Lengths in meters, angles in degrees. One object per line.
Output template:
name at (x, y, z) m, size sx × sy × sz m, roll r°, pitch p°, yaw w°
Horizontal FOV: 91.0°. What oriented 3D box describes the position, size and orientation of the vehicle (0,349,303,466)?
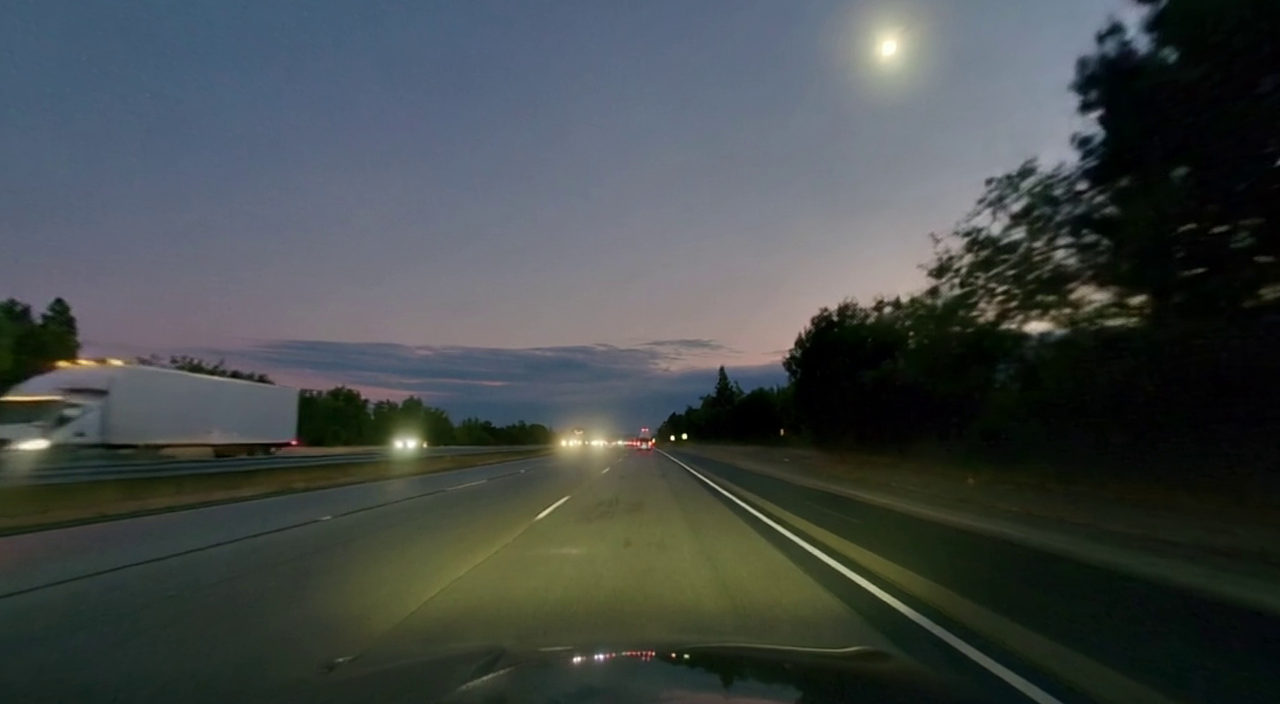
vehicle at (-23.661, 3.327, 32.510) m, size 2.909 × 4.430 × 17.283 m, roll 0°, pitch -8°, yaw 0°
